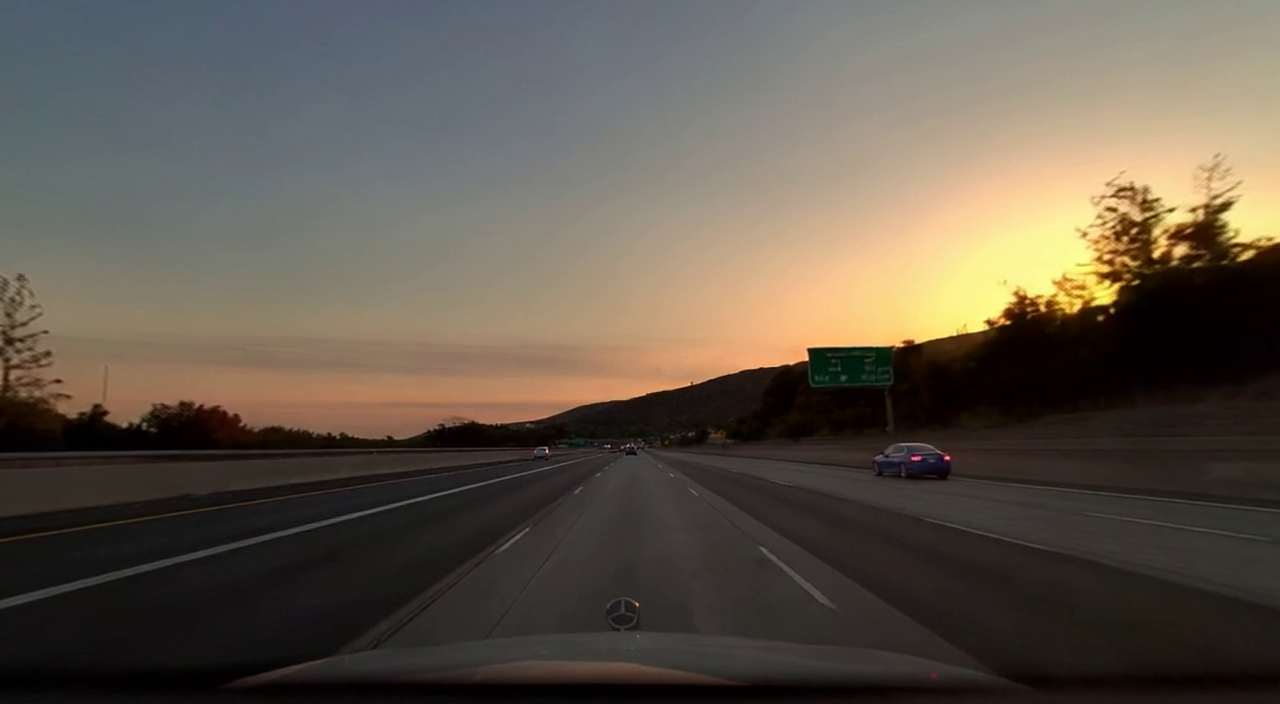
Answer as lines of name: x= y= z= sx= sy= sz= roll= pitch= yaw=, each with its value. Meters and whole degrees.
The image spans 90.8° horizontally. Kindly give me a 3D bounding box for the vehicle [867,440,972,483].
vehicle: x=10.741 y=4.222 z=24.725 sx=1.985 sy=1.493 sz=4.486 roll=0 pitch=-9 yaw=-1
